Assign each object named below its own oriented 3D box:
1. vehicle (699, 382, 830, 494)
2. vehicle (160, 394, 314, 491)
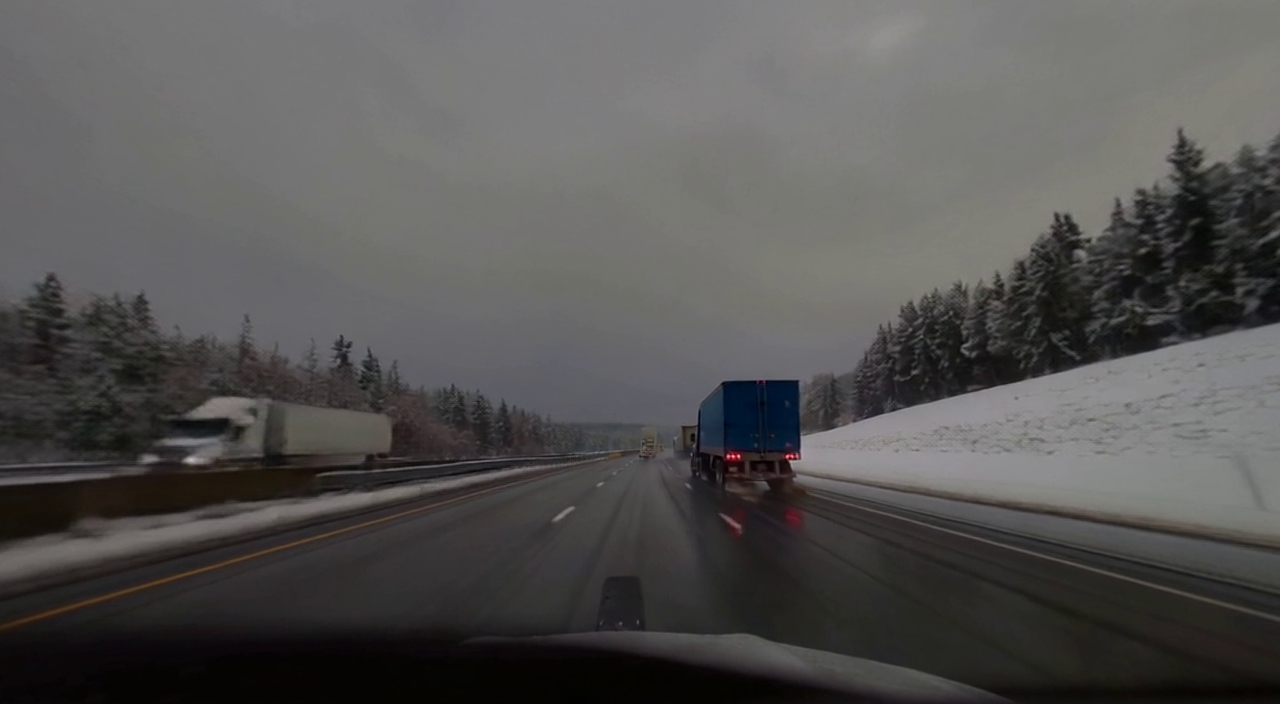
[{"bbox_3d":[4.210,3.286,23.732,2.960,3.381,8.914,0,-9,-1],"label":"vehicle"},{"bbox_3d":[-18.317,4.221,29.274,2.960,4.006,5.958,0,-9,0],"label":"vehicle"}]
